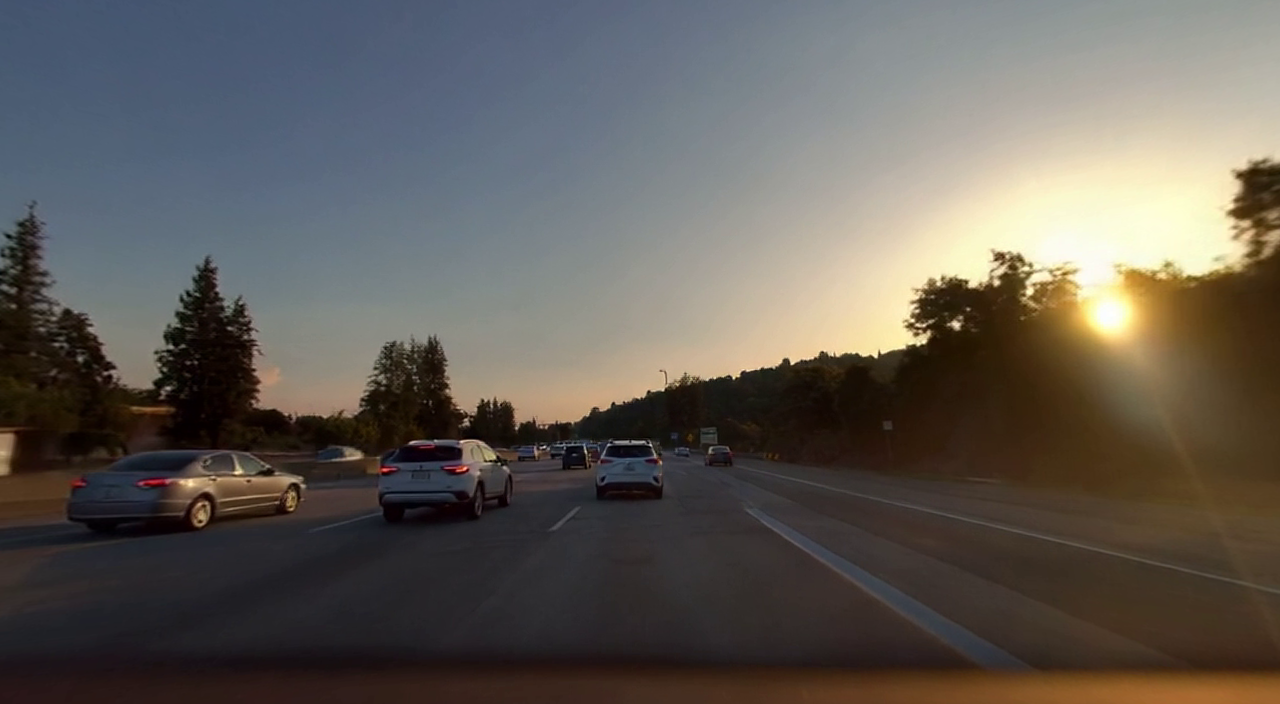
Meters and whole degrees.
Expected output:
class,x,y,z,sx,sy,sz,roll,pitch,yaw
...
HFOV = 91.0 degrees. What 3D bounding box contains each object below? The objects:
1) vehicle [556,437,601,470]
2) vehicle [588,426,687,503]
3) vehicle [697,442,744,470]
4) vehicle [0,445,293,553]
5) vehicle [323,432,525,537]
class,x,y,z,sx,sy,sz,roll,pitch,yaw
vehicle,-3.558,5.981,37.154,2.142,1.808,4.266,0,-9,1
vehicle,-0.045,2.856,16.378,2.223,1.722,4.177,0,-9,0
vehicle,4.540,5.952,36.180,2.006,1.474,4.669,0,-9,-1
vehicle,-7.870,2.229,10.317,1.948,1.391,4.111,0,-9,1
vehicle,-3.530,2.249,11.333,2.011,1.498,4.341,0,-9,1
